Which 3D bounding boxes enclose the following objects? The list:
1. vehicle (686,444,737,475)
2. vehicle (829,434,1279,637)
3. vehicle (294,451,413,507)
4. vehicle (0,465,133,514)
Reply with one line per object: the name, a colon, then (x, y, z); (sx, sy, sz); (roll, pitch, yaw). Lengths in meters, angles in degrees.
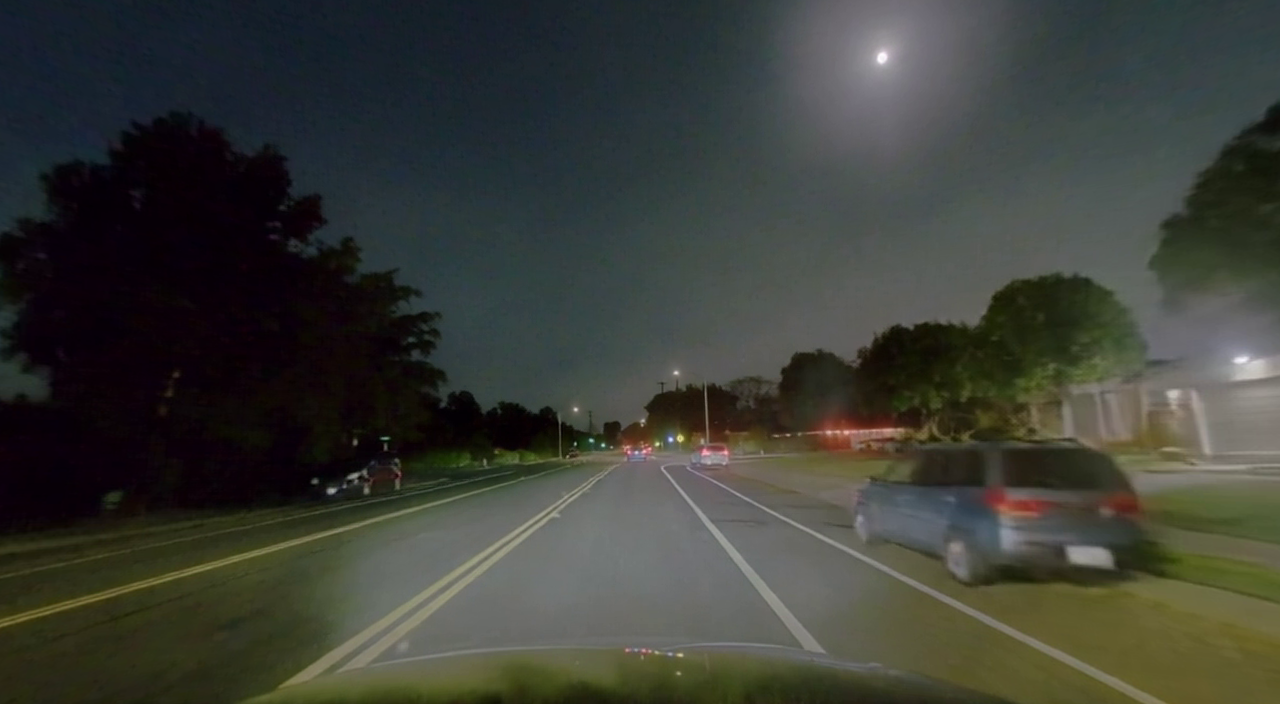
vehicle: (4.073, 6.175, 36.628); (2.124, 1.524, 4.698); (4, -9, -2)
vehicle: (3.859, 1.716, 7.042); (2.014, 1.498, 4.484); (1, -8, -1)
vehicle: (-11.159, 4.923, 25.167); (2.086, 1.711, 5.661); (-6, -8, 0)
vehicle: (-18.616, 4.194, 19.431); (4.326, 1.355, 1.812); (1, -9, -4)
